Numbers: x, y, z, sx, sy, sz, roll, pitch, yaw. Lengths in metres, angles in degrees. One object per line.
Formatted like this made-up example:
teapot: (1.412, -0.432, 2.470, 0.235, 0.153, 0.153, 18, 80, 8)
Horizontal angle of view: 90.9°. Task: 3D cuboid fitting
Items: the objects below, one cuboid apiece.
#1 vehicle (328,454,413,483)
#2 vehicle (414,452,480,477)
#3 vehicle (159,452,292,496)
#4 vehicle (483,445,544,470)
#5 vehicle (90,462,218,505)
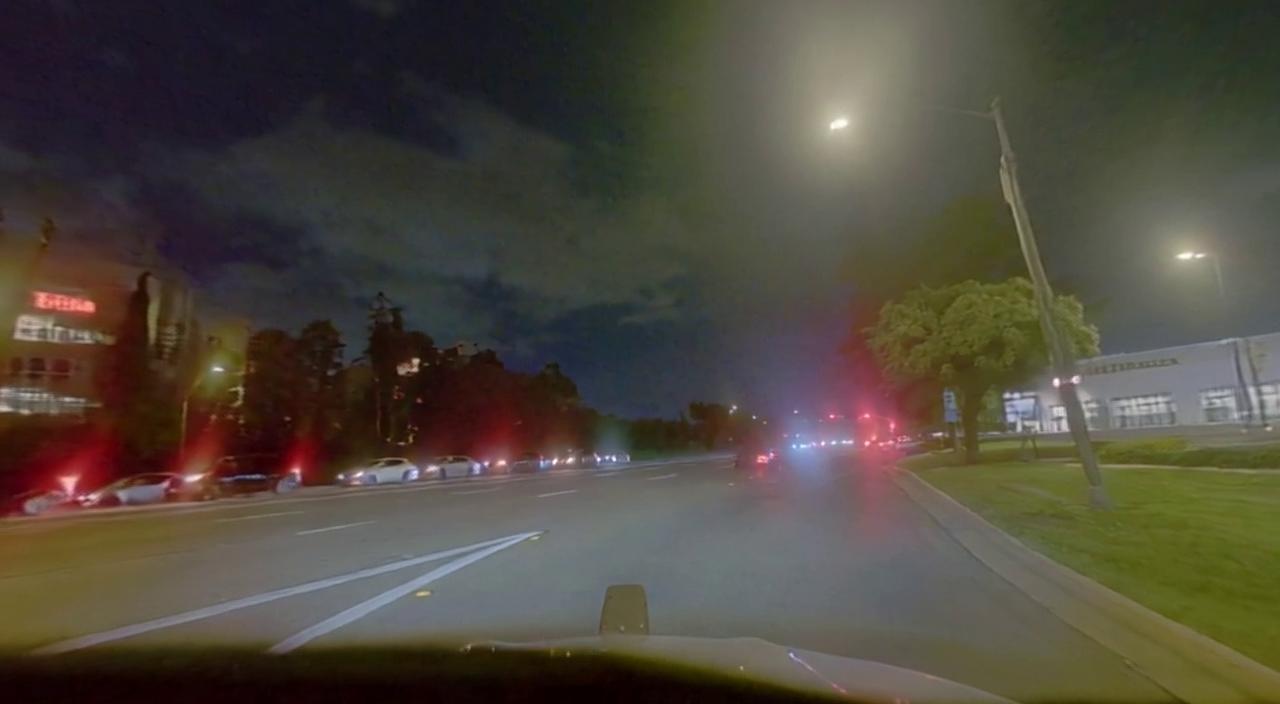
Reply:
vehicle: (-15.368, 6.651, 36.192, 1.832, 1.473, 4.377, -4, -9, 23)
vehicle: (-12.934, 7.527, 42.383, 1.851, 1.450, 4.396, -10, -12, 21)
vehicle: (-18.772, 5.509, 28.811, 1.969, 1.758, 4.662, -4, -9, 22)
vehicle: (-9.840, 8.339, 49.510, 1.967, 1.683, 5.223, -10, -13, 22)
vehicle: (-24.632, 6.624, 32.164, 2.123, 1.897, 4.580, -4, -9, 21)
